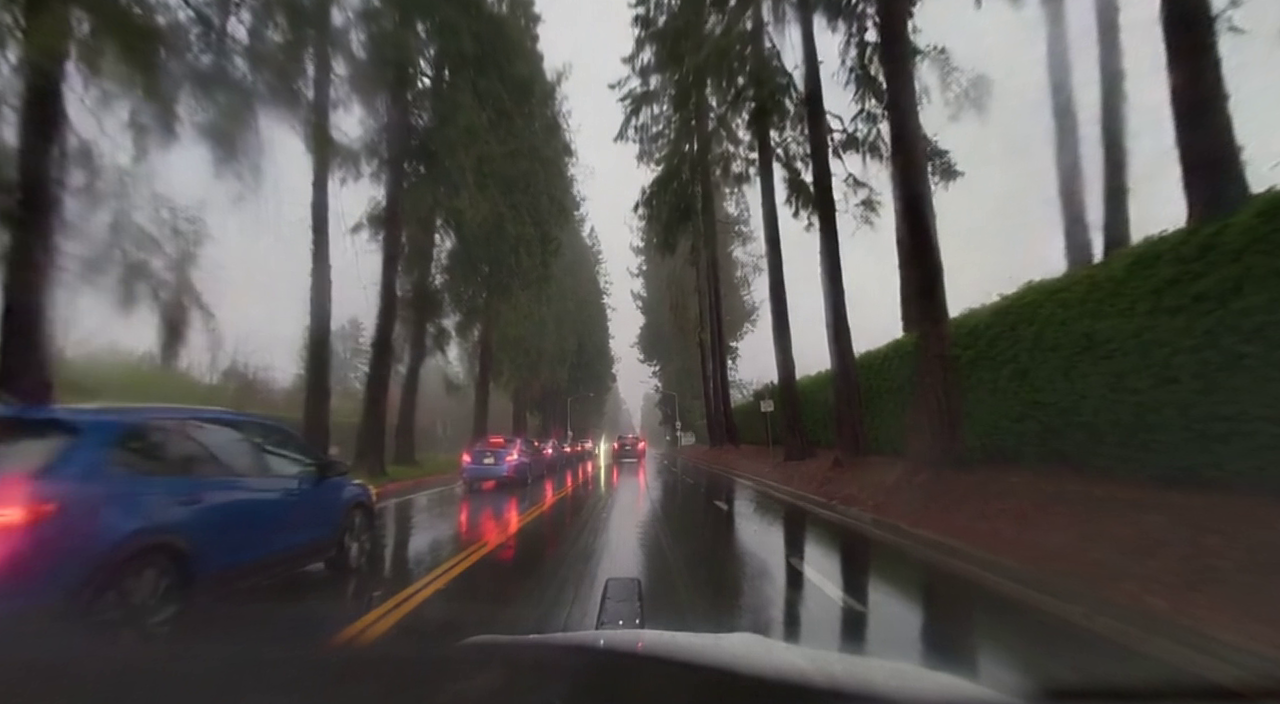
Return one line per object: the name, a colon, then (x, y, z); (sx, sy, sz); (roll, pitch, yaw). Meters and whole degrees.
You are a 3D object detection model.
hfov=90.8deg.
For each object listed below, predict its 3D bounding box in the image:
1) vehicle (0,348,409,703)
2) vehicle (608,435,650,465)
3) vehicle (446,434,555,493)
vehicle: (-3.687, 1.138, 4.879); (2.126, 1.707, 4.317); (0, -8, 0)
vehicle: (-0.593, 5.338, 34.483); (2.127, 1.517, 4.090); (0, -8, -1)
vehicle: (-3.740, 3.074, 17.811); (2.030, 1.452, 4.312); (0, -8, 1)
